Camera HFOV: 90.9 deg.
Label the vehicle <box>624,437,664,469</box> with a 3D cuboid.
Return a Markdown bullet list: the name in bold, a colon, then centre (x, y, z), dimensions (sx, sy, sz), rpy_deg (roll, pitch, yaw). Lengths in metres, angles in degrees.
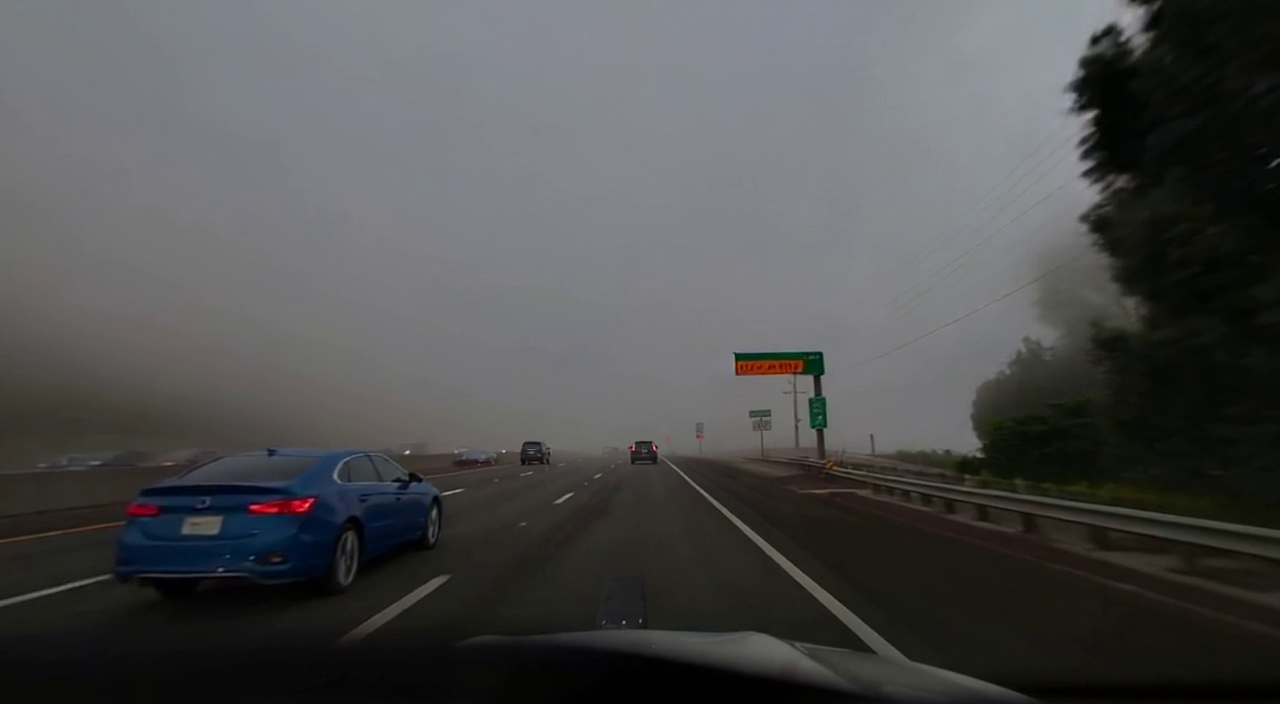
- **vehicle**: centre (0.200, 5.900, 36.904), dimensions (2.194, 1.737, 4.127), rpy_deg (0, -8, -1)

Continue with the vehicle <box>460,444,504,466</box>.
- **vehicle**: centre (-11.121, 7.254, 44.666), dimensions (1.938, 1.480, 4.329), rpy_deg (0, -8, 1)

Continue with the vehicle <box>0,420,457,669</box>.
- **vehicle**: centre (-3.572, 1.553, 6.373), dimensions (1.967, 1.517, 4.808), rpy_deg (0, -8, 1)

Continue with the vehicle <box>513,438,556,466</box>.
- **vehicle**: centre (-7.182, 6.891, 43.532), dimensions (2.091, 1.775, 4.601), rpy_deg (0, -8, 1)
